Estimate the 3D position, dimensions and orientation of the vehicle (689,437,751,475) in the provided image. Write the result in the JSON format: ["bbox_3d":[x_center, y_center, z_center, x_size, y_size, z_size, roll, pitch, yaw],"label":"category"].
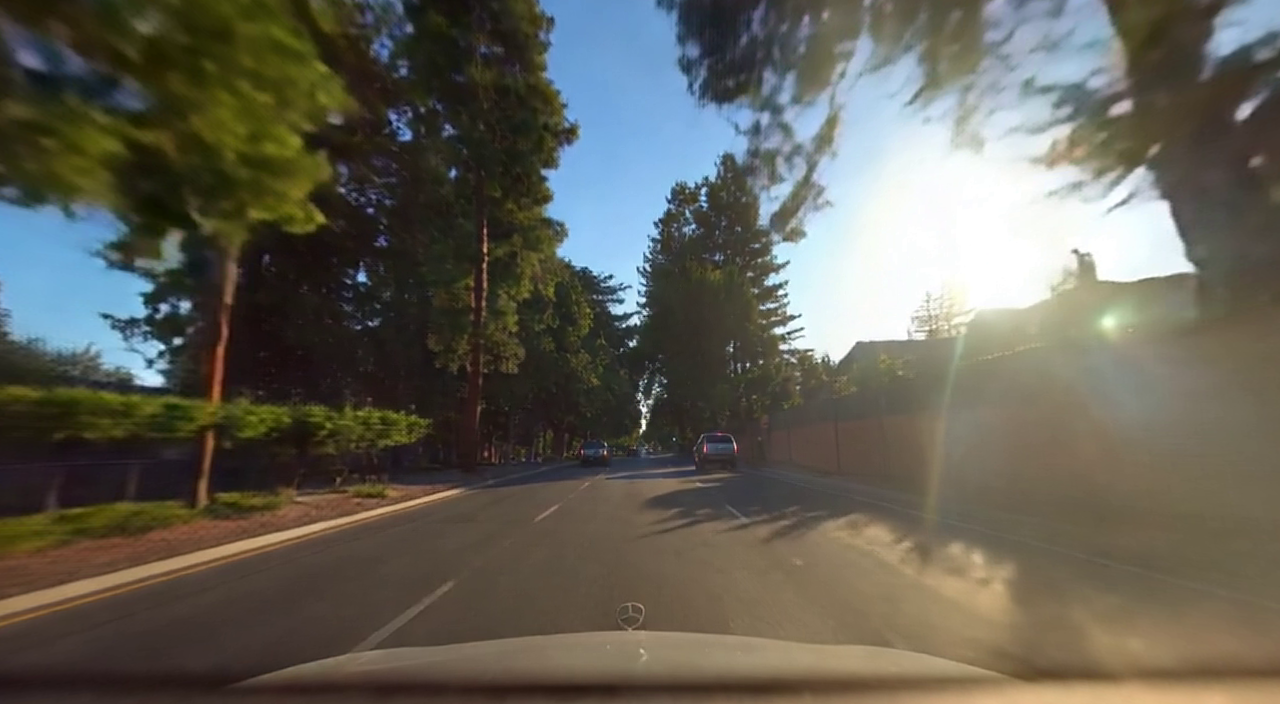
[{"bbox_3d":[3.759,5.026,30.679,2.321,1.695,5.037,0,-8,0],"label":"vehicle"}]

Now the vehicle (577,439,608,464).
[{"bbox_3d":[-3.596,7.600,48.192,2.002,1.747,4.728,0,-8,0],"label":"vehicle"}]
